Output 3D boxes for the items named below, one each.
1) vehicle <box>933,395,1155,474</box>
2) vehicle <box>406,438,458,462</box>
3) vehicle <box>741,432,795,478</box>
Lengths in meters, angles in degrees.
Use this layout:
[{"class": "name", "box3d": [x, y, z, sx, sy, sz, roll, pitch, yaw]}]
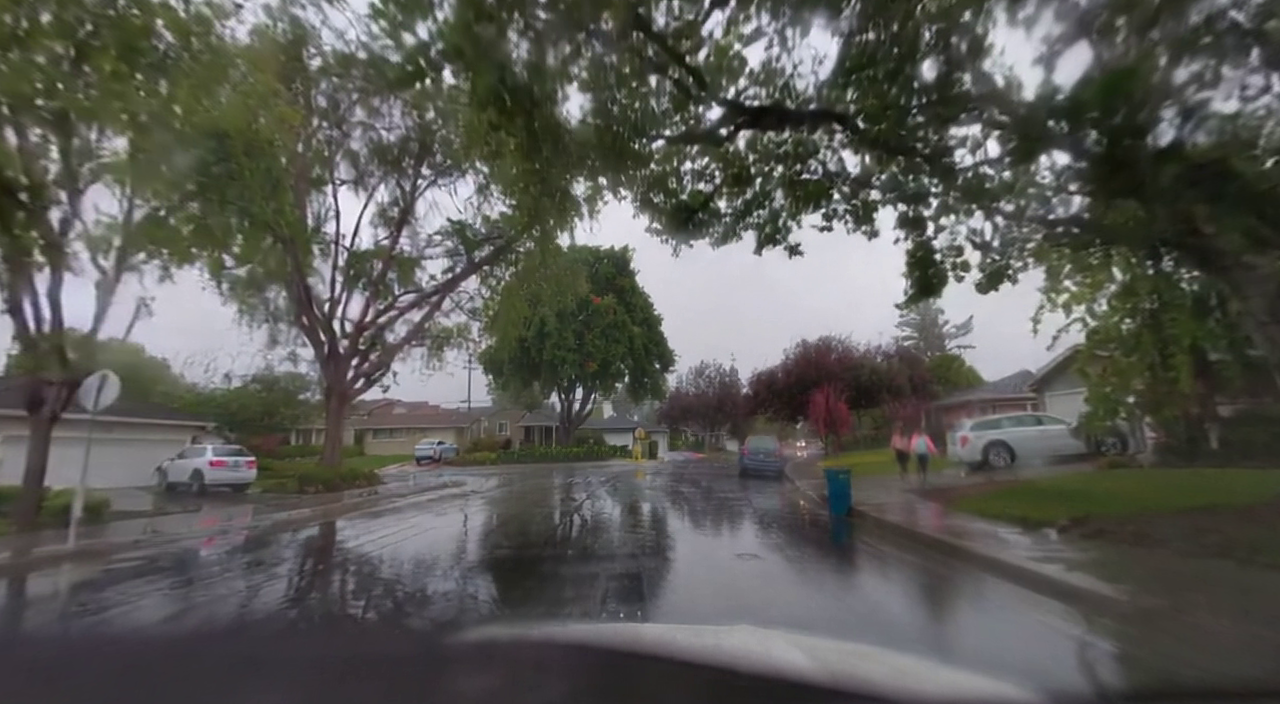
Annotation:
[{"class": "vehicle", "box3d": [11.419, 2.390, 18.204, 4.780, 1.765, 2.103, -5, -8, 3]}, {"class": "vehicle", "box3d": [-16.168, 7.613, 49.406, 2.021, 1.798, 4.491, -1, -8, 8]}, {"class": "vehicle", "box3d": [5.509, 4.318, 26.883, 2.053, 1.737, 4.375, -2, -8, 13]}]
